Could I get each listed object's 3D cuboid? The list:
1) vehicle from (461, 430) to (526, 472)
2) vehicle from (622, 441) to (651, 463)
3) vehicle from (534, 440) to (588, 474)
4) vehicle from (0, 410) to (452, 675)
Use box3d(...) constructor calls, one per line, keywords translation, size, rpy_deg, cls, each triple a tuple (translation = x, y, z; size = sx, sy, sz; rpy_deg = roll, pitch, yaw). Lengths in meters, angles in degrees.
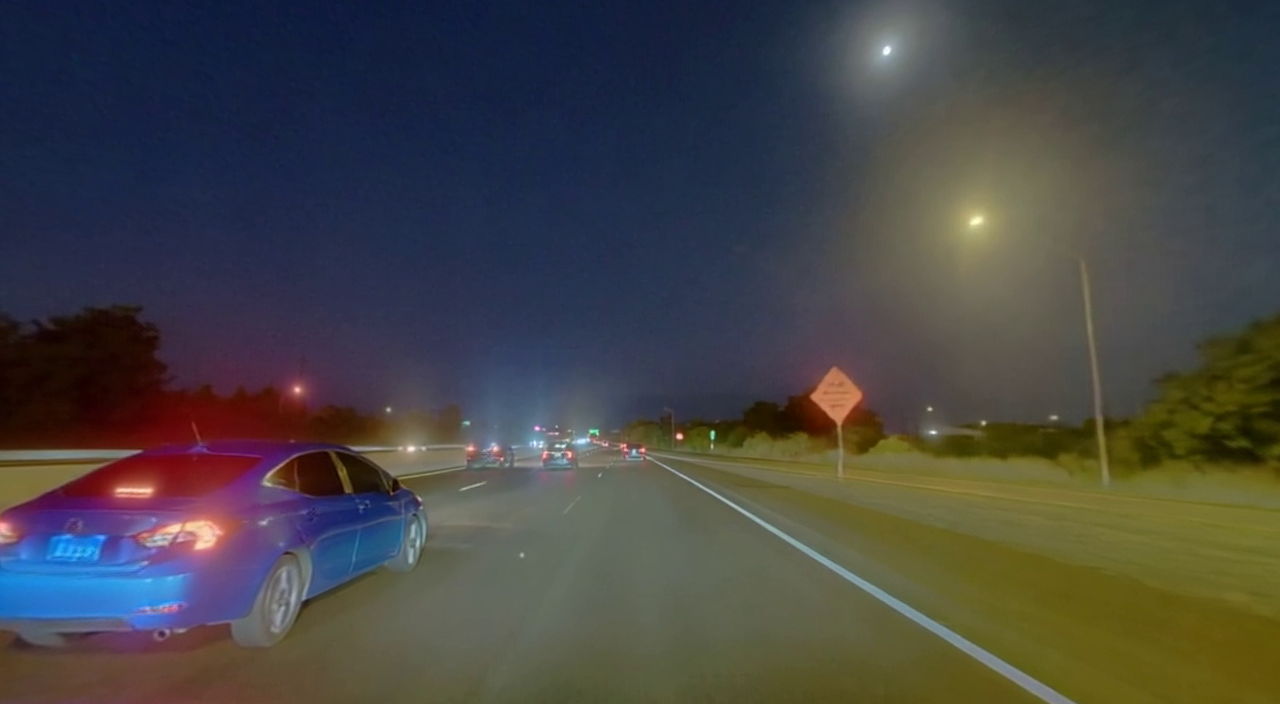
box3d(translation=(-7.544, 5.172, 33.154), size=(2.171, 1.982, 5.246), rpy_deg=(0, -8, -1), cls="vehicle")
box3d(translation=(-0.308, 7.315, 46.193), size=(2.018, 1.508, 4.087), rpy_deg=(0, -8, -2), cls="vehicle")
box3d(translation=(-3.660, 4.948, 29.985), size=(2.068, 1.501, 4.395), rpy_deg=(0, -8, -1), cls="vehicle")
box3d(translation=(-3.444, 1.426, 5.913), size=(2.025, 1.506, 4.429), rpy_deg=(0, -8, 0), cls="vehicle")
